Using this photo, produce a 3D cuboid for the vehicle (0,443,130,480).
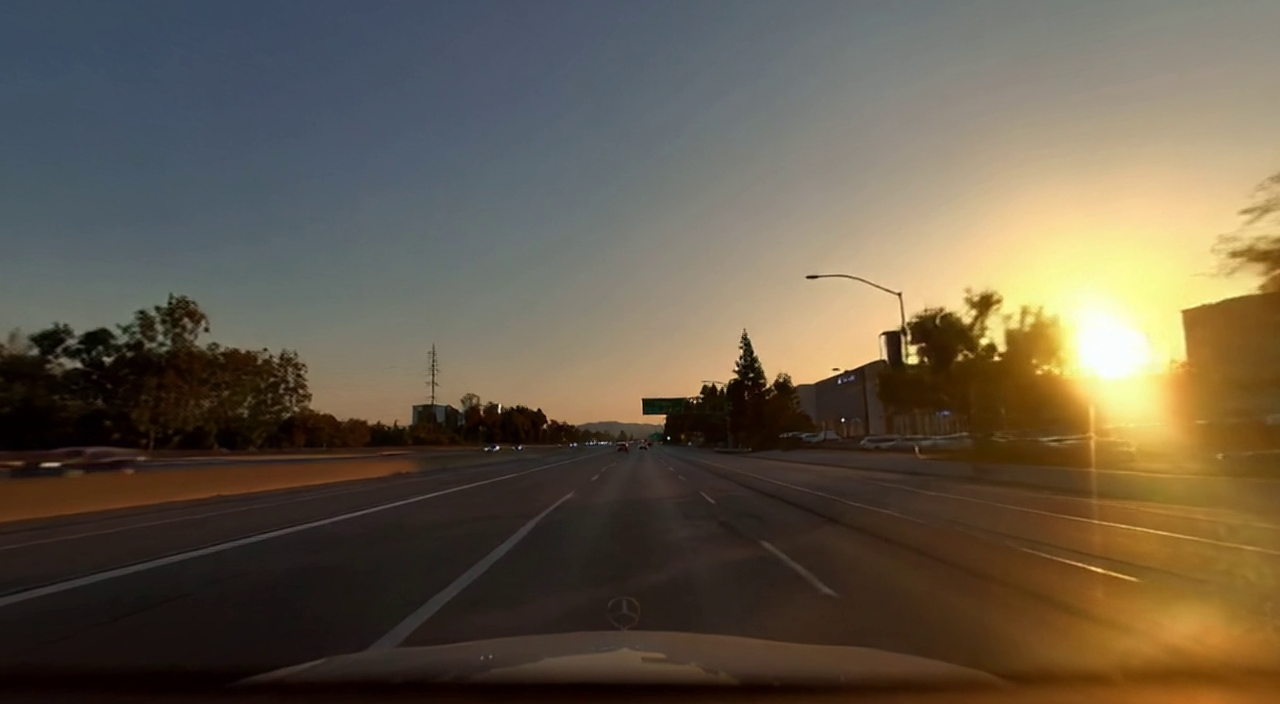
[{"bbox_3d":[-25.555,4.800,27.919,1.872,1.508,4.652,0,-9,1],"label":"vehicle"}]
